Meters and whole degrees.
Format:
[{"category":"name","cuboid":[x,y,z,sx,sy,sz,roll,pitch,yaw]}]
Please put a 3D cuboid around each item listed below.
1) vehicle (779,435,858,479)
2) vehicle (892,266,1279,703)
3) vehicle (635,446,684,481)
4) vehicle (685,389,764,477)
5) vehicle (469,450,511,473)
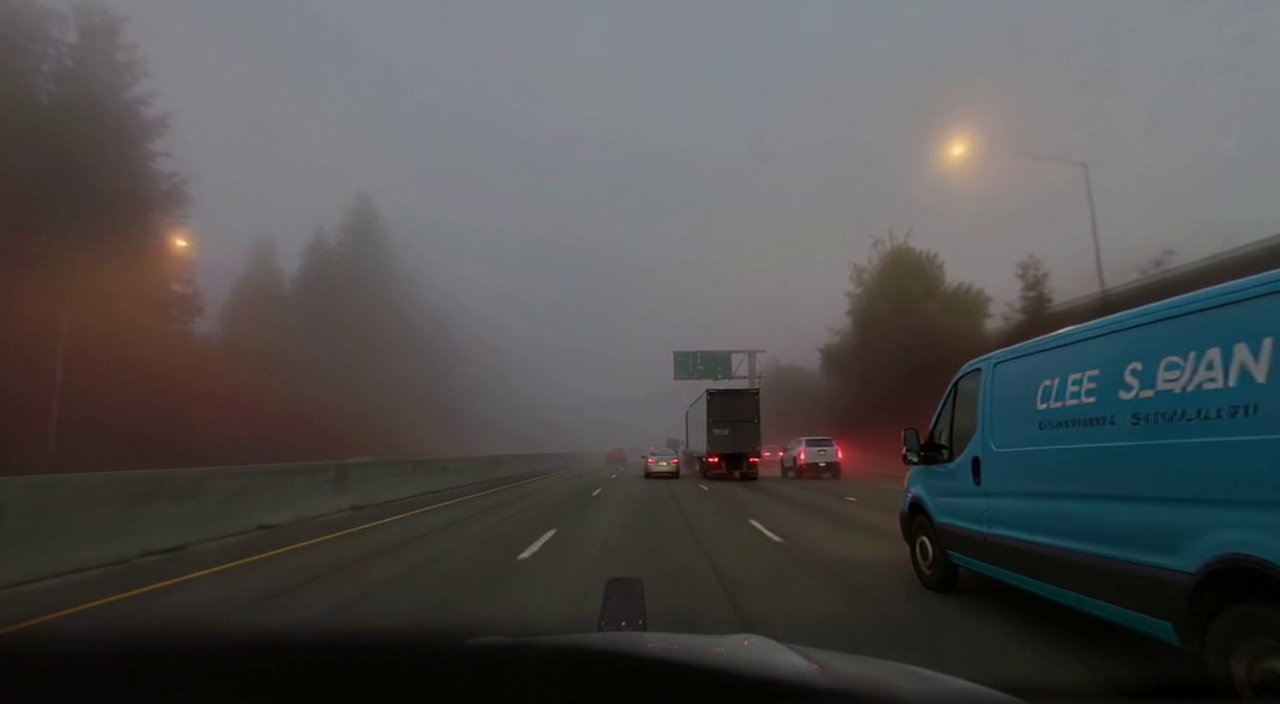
[{"category":"vehicle","cuboid":[7.847,4.668,28.186,2.144,1.769,4.540,0,-9,0]},{"category":"vehicle","cuboid":[3.792,0.797,3.383,2.441,2.017,5.739,0,-9,0]},{"category":"vehicle","cuboid":[0.813,5.099,29.236,2.063,1.469,4.208,0,-9,-1]},{"category":"vehicle","cuboid":[4.393,4.717,35.771,2.821,4.077,12.562,0,-9,0]},{"category":"vehicle","cuboid":[-11.652,8.499,49.356,2.058,1.678,4.584,0,-9,1]}]
